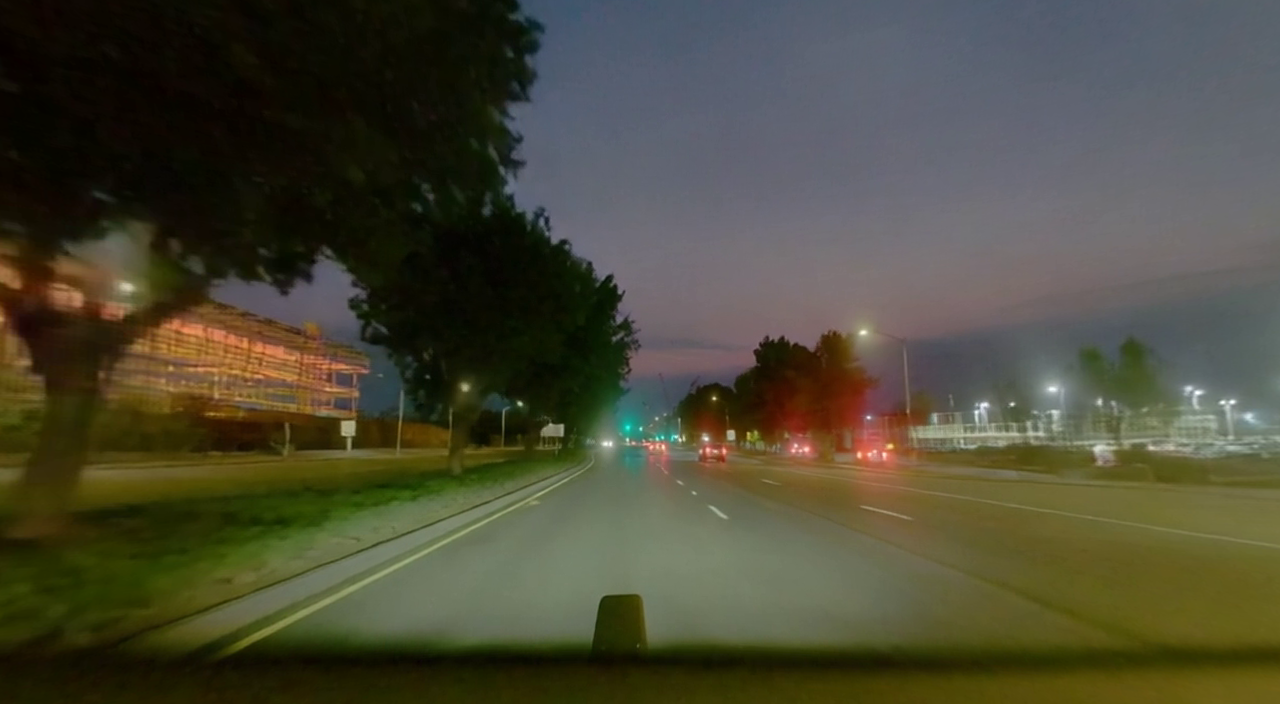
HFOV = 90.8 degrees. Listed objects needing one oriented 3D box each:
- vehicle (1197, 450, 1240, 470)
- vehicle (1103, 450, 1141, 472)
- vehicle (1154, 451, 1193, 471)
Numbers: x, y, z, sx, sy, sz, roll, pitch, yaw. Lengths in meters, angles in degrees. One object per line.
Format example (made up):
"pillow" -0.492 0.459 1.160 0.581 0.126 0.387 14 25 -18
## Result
"vehicle" 42.501 7.911 46.490 1.802 1.369 4.298 -7 -11 36
"vehicle" 36.234 8.155 47.434 1.955 1.527 4.835 -8 -12 38
"vehicle" 39.190 7.981 46.465 1.934 1.402 4.035 -7 -11 38
